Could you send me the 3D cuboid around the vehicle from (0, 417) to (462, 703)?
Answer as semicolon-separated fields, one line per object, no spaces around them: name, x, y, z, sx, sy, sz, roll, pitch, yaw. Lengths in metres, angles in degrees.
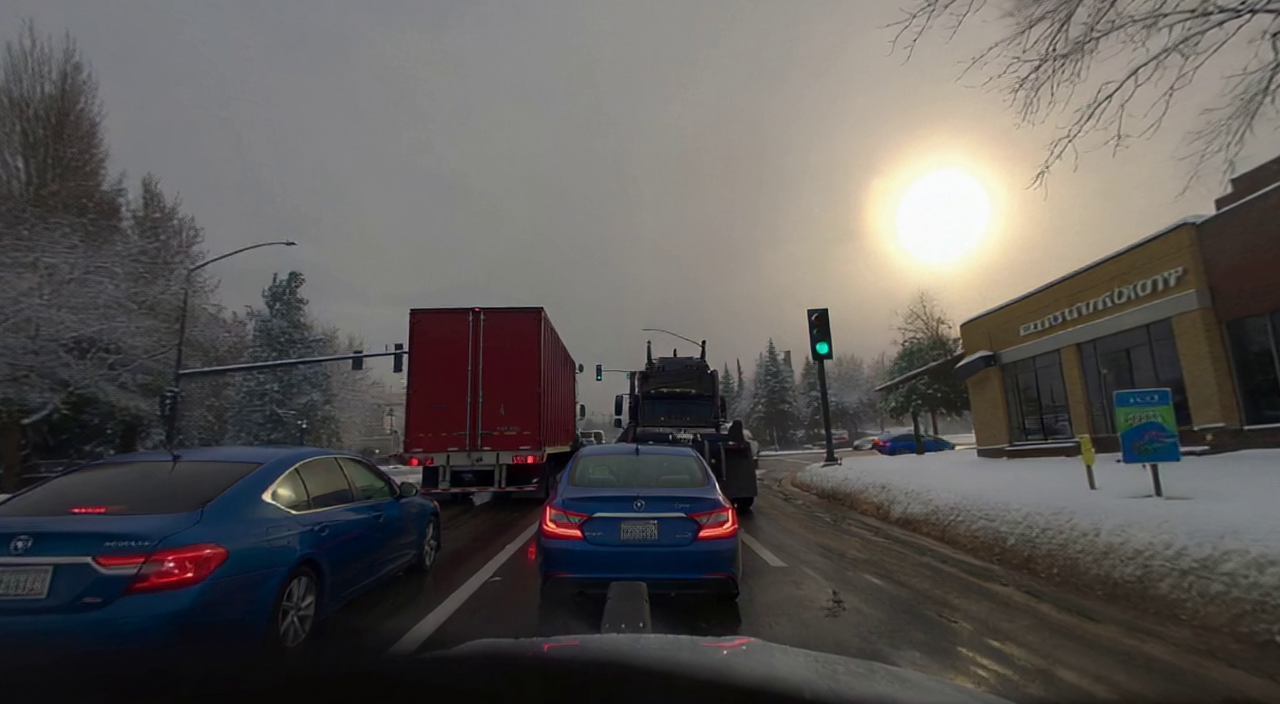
vehicle;-3.090;1.373;5.172;1.969;1.471;4.378;0;-8;0

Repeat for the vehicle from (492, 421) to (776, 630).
vehicle;-0.105;1.571;6.710;2.067;1.506;4.118;0;-8;-2

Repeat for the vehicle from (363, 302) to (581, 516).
vehicle;-3.265;1.487;14.646;3.020;3.800;7.105;0;-8;0

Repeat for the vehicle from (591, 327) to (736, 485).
vehicle;0.364;1.398;16.696;2.803;3.066;8.341;-2;-5;-1

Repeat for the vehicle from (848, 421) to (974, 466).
vehicle;12.137;4.165;28.378;4.681;1.713;1.969;-3;-9;-1
